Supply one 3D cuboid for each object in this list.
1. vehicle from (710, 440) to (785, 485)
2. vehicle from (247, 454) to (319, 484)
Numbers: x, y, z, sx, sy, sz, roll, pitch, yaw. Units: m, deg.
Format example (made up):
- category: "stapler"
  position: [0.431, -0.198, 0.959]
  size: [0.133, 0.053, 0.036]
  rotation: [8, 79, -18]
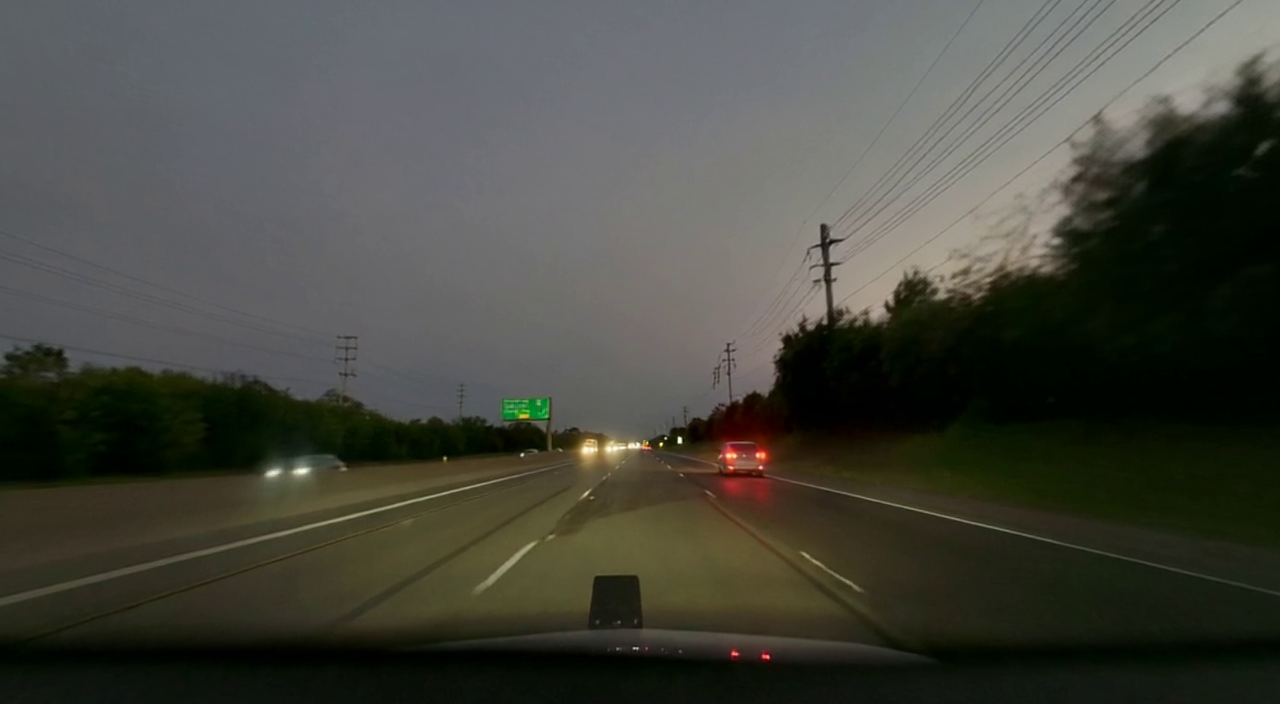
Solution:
- category: "vehicle"
  position: [3.982, 4.162, 23.876]
  size: [2.054, 1.565, 4.089]
  rotation: [0, -9, -1]
- category: "vehicle"
  position: [-19.870, 6.502, 35.074]
  size: [1.774, 1.490, 3.759]
  rotation: [0, -9, 0]
